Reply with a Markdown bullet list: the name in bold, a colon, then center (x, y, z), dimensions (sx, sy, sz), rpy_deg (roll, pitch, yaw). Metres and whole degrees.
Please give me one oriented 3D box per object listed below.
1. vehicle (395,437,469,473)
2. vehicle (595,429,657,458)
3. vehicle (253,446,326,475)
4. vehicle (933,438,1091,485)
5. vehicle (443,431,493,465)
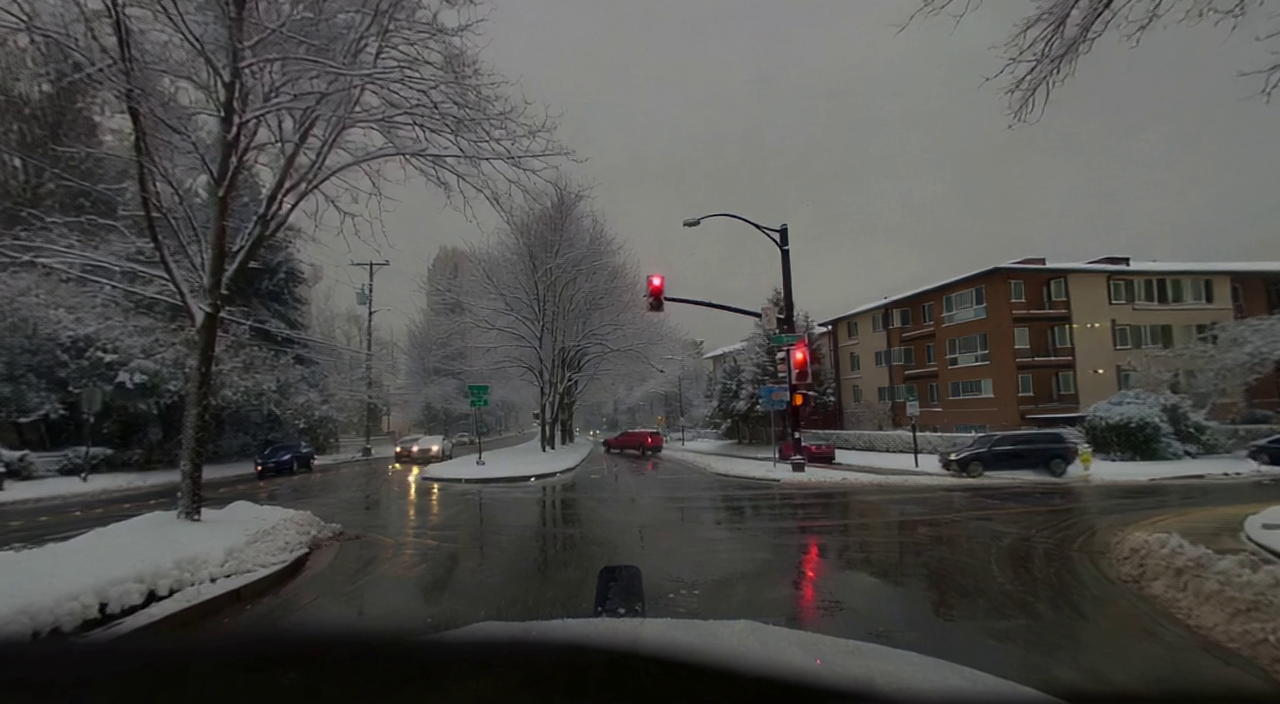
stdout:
- **vehicle**: center (-9.701, 4.831, 29.798), dimensions (2.116, 1.521, 4.294), rpy_deg (0, -9, -2)
- **vehicle**: center (-0.940, 5.642, 38.792), dimensions (1.993, 1.664, 4.424), rpy_deg (5, -10, -28)
- **vehicle**: center (-21.060, 6.513, 38.137), dimensions (1.981, 1.628, 4.336), rpy_deg (0, -9, -1)
- **vehicle**: center (13.728, 4.036, 23.475), dimensions (4.790, 1.571, 2.073), rpy_deg (-6, -11, 34)
- **vehicle**: center (-9.787, 5.507, 36.205), dimensions (1.910, 1.818, 4.057), rpy_deg (0, -9, -3)
